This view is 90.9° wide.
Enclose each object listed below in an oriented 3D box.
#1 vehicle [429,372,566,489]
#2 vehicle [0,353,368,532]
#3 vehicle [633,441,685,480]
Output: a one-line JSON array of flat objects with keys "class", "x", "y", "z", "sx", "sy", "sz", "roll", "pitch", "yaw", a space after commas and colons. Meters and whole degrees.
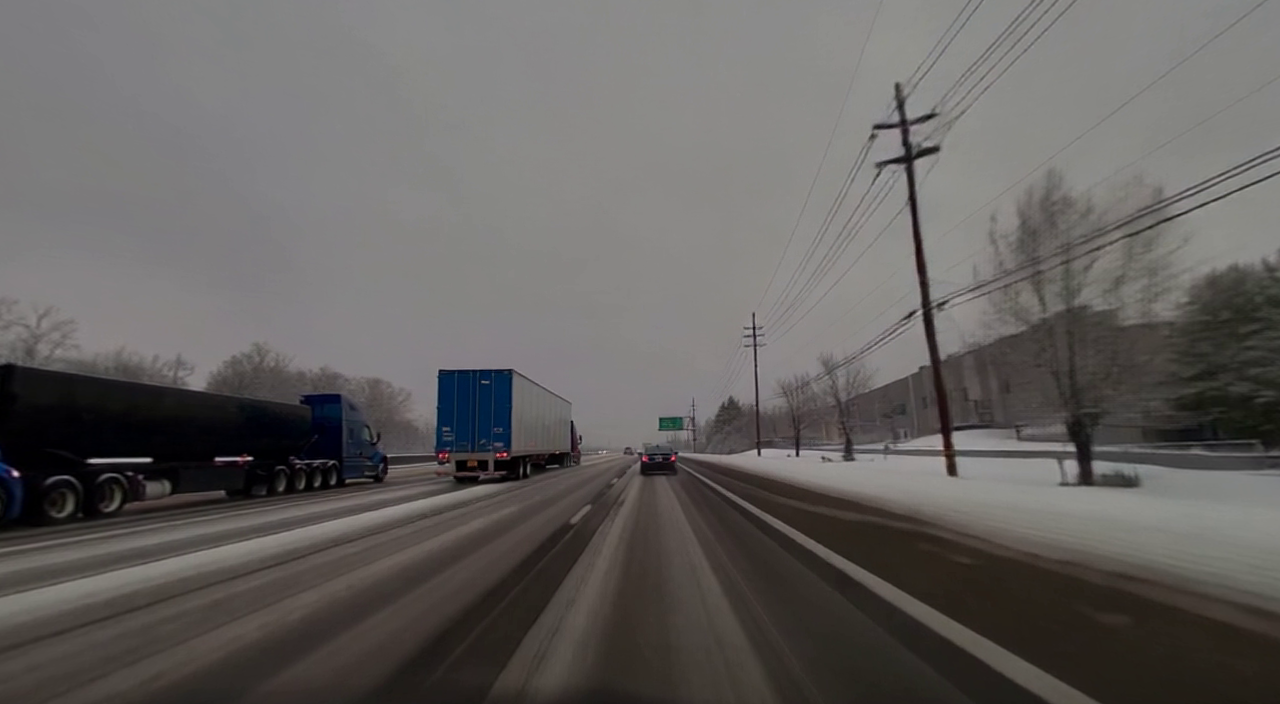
[{"class": "vehicle", "x": -5.861, "y": 3.861, "z": 29.774, "sx": 2.907, "sy": 4.081, "sz": 15.311, "roll": 0, "pitch": -8, "yaw": 0}, {"class": "vehicle", "x": -10.494, "y": 2.284, "z": 15.923, "sx": 2.896, "sy": 3.140, "sz": 9.491, "roll": 0, "pitch": -8, "yaw": 1}, {"class": "vehicle", "x": 0.745, "y": 4.604, "z": 27.035, "sx": 2.055, "sy": 1.514, "sz": 4.323, "roll": 0, "pitch": -8, "yaw": 0}]
